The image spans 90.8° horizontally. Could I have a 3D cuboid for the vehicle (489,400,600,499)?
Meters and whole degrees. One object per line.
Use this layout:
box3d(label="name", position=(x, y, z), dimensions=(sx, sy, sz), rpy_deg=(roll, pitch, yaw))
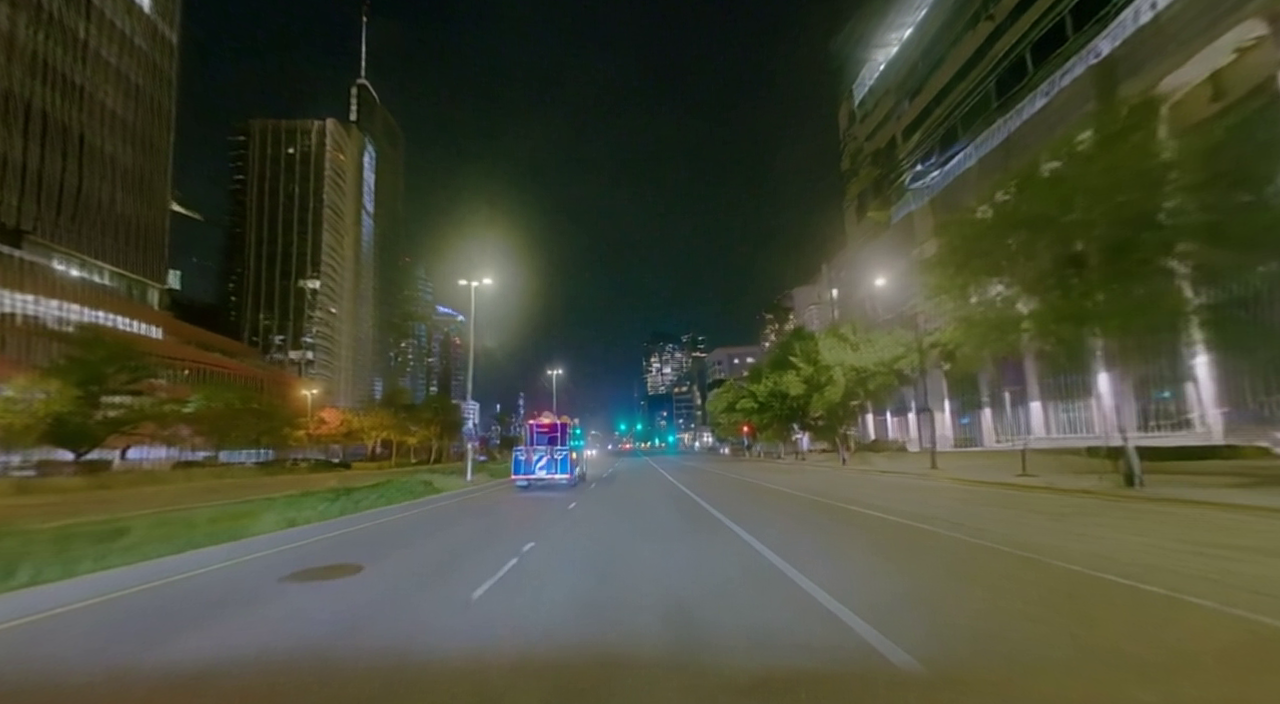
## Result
box3d(label="vehicle", position=(-2.910, 3.218, 21.003), dimensions=(2.633, 2.787, 5.796), rpy_deg=(-1, -9, 1))
